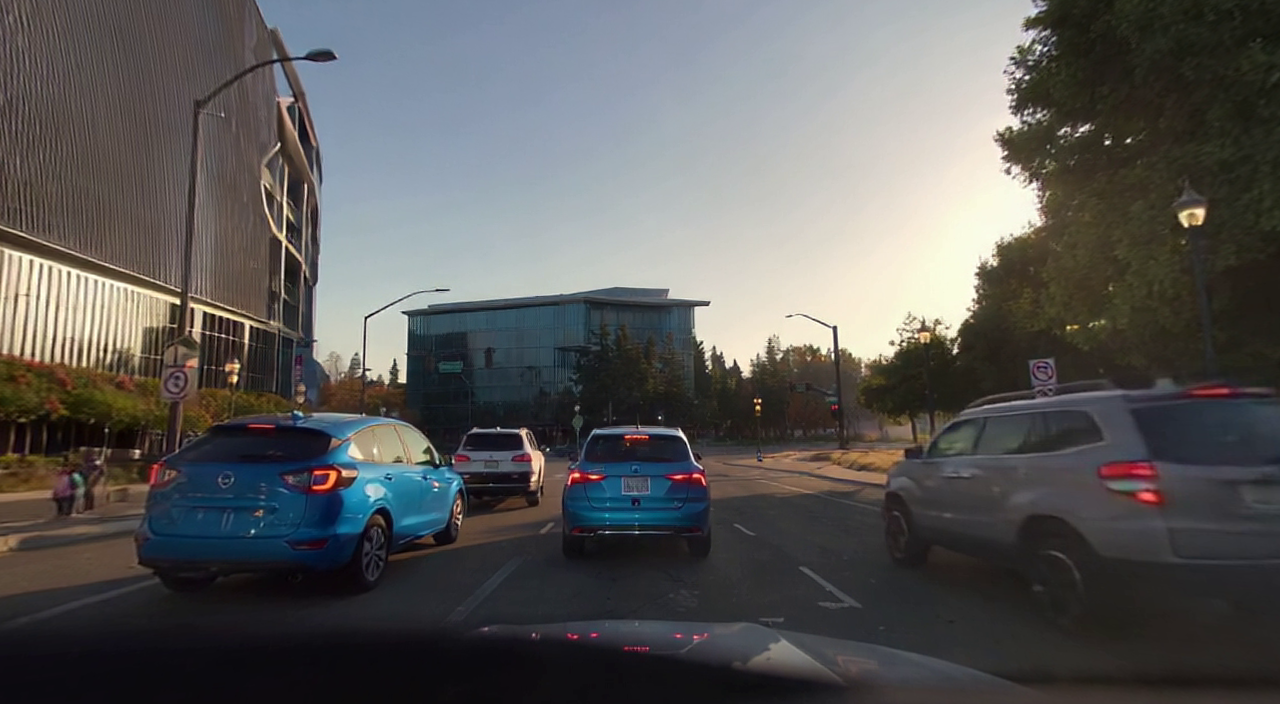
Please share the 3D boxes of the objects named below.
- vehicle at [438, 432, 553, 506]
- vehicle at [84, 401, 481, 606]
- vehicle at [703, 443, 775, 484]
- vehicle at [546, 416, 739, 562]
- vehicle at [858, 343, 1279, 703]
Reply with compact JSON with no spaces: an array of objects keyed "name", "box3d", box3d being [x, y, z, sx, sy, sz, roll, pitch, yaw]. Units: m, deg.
[{"name":"vehicle","box3d":[-3.616,3.005,16.694,2.068,1.678,4.199,0,-8,0]},{"name":"vehicle","box3d":[-3.544,1.588,7.525,2.083,1.691,4.398,0,-8,1]},{"name":"vehicle","box3d":[3.724,4.285,24.621,2.082,1.445,4.426,0,-8,0]},{"name":"vehicle","box3d":[-0.006,1.881,9.413,2.207,1.659,4.155,0,-8,-1]},{"name":"vehicle","box3d":[3.721,1.186,5.487,2.026,1.819,4.579,0,-8,0]}]
